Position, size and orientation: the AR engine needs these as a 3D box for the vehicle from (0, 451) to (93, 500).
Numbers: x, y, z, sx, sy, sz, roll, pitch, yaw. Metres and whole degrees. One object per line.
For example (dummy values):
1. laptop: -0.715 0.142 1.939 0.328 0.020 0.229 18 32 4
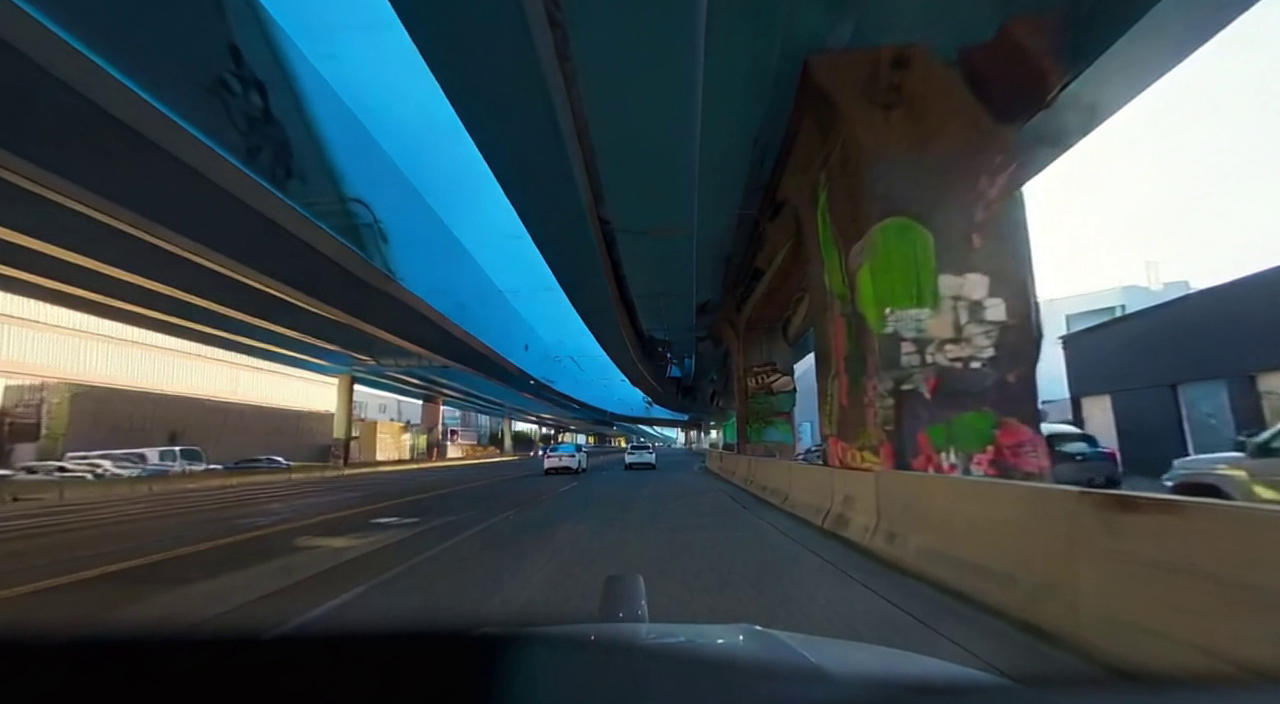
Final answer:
1. vehicle: -27.134 5.360 27.756 1.971 1.939 4.729 1 -9 -2

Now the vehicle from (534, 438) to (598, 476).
1. vehicle: -3.188 4.627 28.165 2.024 1.533 4.549 -1 -8 4

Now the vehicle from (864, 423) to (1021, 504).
1. vehicle: 7.287 2.726 15.841 1.947 1.725 4.441 0 -8 4

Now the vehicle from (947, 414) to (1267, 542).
1. vehicle: 7.070 1.948 10.344 2.017 1.625 4.337 0 -9 2

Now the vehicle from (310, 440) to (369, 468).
1. vehicle: -22.582 7.702 47.694 1.980 1.951 5.105 0 -9 0

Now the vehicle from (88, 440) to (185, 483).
1. vehicle: -30.565 6.606 38.565 1.933 2.393 4.896 0 -8 -3

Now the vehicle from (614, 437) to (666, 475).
1. vehicle: 0.038 4.603 28.092 2.155 1.571 3.734 0 -9 2
